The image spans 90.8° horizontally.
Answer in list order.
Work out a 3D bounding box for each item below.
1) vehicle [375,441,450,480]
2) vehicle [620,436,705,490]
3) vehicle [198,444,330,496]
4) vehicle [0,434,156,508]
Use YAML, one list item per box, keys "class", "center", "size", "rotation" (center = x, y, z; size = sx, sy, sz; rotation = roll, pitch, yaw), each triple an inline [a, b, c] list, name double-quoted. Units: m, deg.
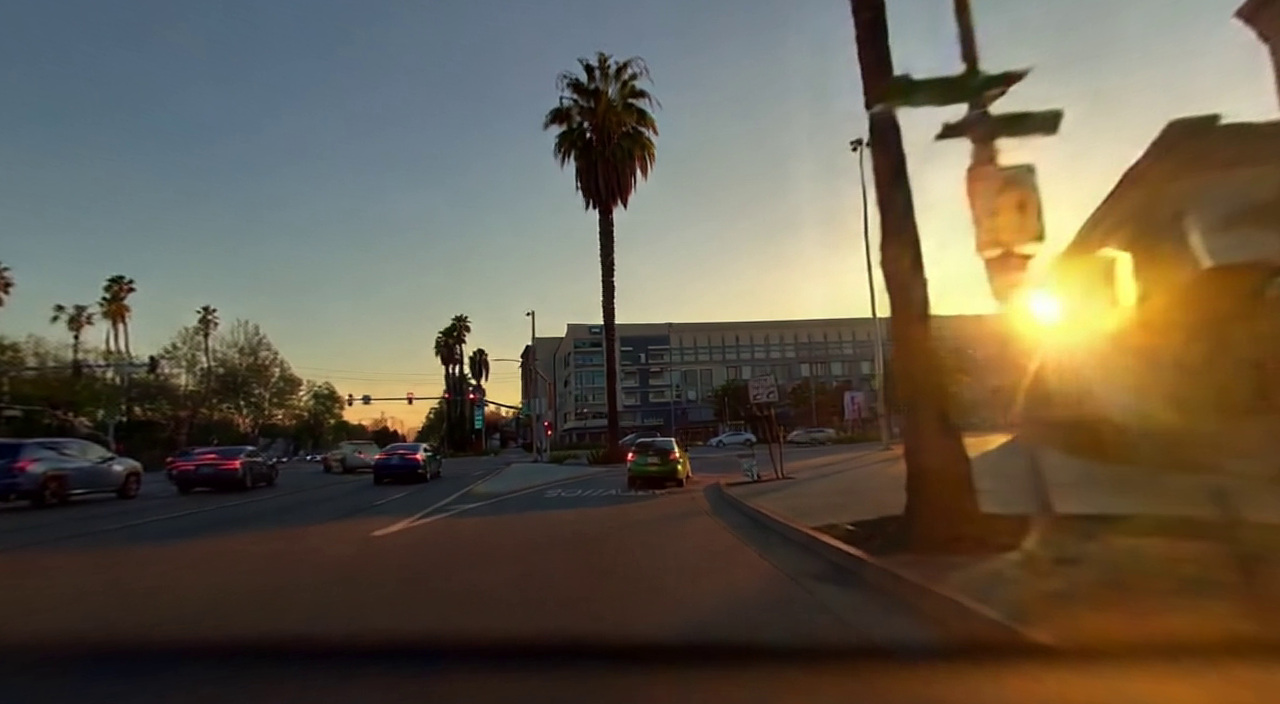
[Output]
- class: "vehicle"
  center: [-9.574, 4.594, 26.993]
  size: [1.912, 1.487, 4.471]
  rotation: [1, -9, -6]
- class: "vehicle"
  center: [0.843, 3.460, 20.055]
  size: [2.070, 1.493, 4.570]
  rotation: [-2, -9, 10]
- class: "vehicle"
  center: [-12.011, 3.774, 20.591]
  size: [1.905, 1.482, 4.463]
  rotation: [1, -9, -6]
- class: "vehicle"
  center: [-18.732, 3.685, 20.126]
  size: [2.627, 2.009, 5.719]
  rotation: [1, -9, -8]
